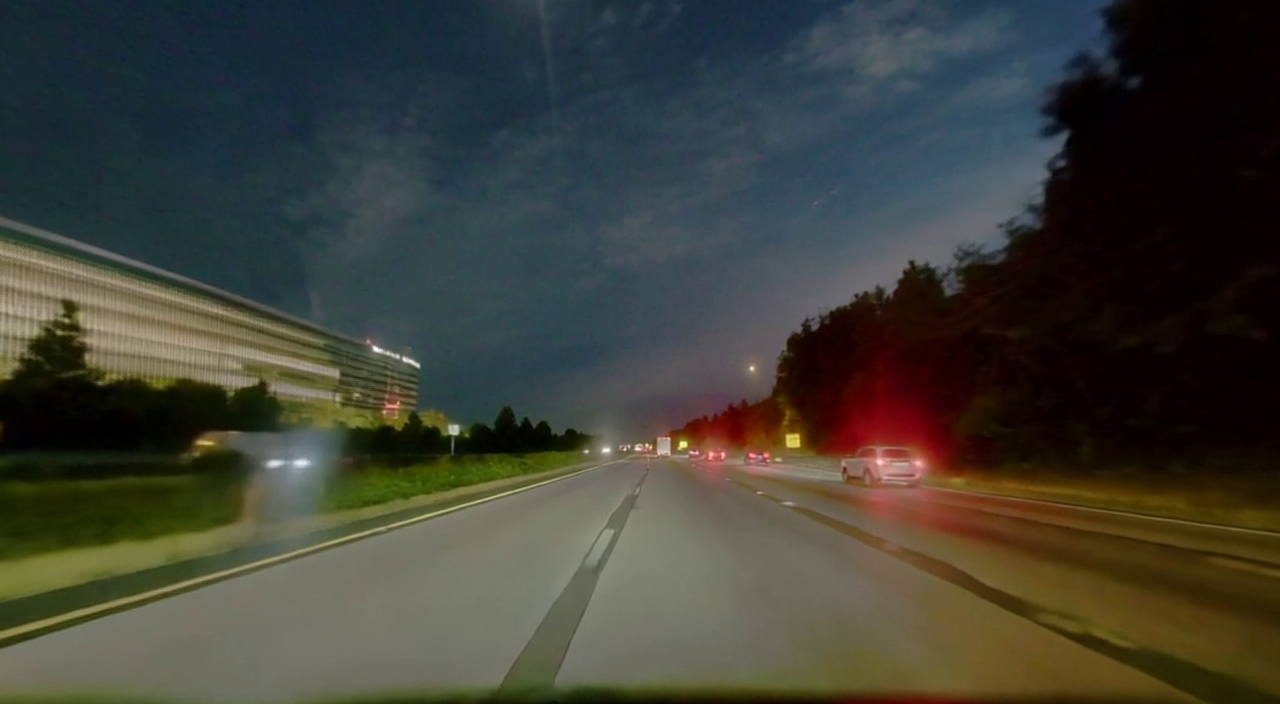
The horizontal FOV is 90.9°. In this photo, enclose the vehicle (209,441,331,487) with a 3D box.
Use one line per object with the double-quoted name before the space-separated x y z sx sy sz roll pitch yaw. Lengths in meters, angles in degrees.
"vehicle" -13.636 4.139 23.577 1.920 1.565 4.200 0 -9 1
